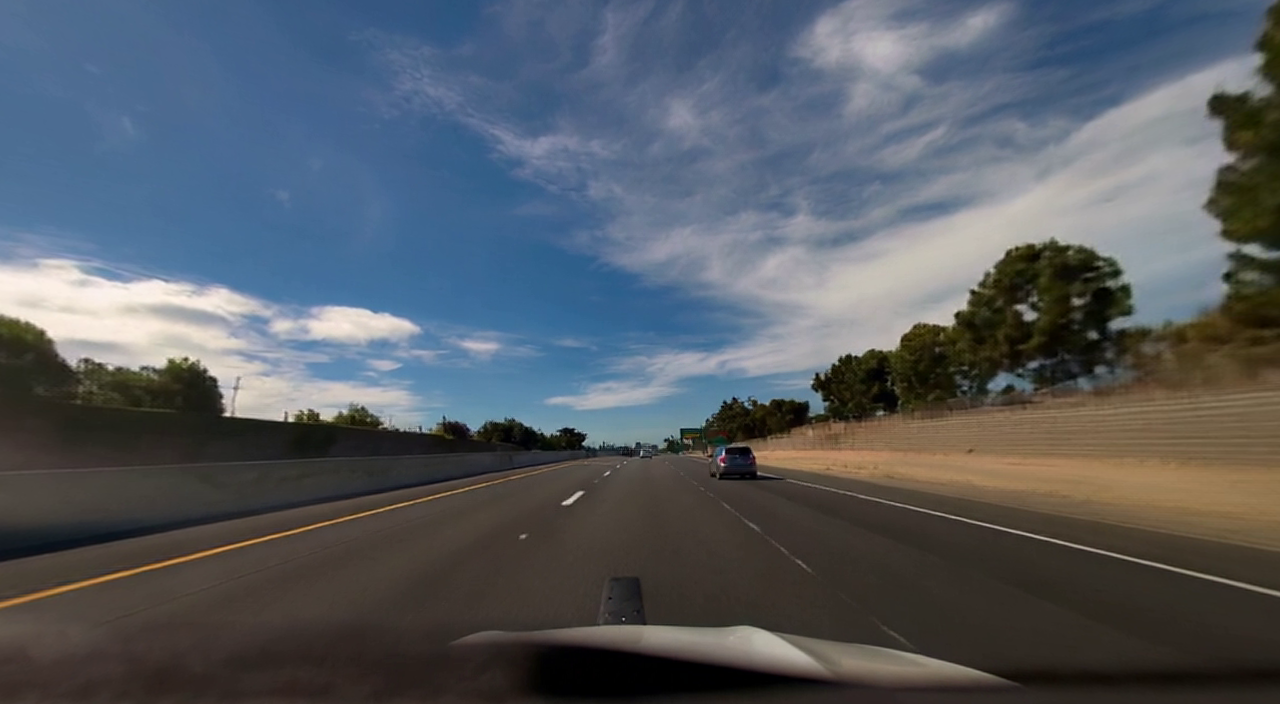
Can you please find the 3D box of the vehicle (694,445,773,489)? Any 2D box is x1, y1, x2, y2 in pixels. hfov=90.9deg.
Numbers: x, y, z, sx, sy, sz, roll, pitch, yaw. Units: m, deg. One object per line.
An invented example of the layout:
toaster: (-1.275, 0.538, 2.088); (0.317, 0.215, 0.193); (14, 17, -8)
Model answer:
vehicle: (3.382, 4.229, 23.692); (2.193, 1.462, 4.533); (0, -8, -1)
